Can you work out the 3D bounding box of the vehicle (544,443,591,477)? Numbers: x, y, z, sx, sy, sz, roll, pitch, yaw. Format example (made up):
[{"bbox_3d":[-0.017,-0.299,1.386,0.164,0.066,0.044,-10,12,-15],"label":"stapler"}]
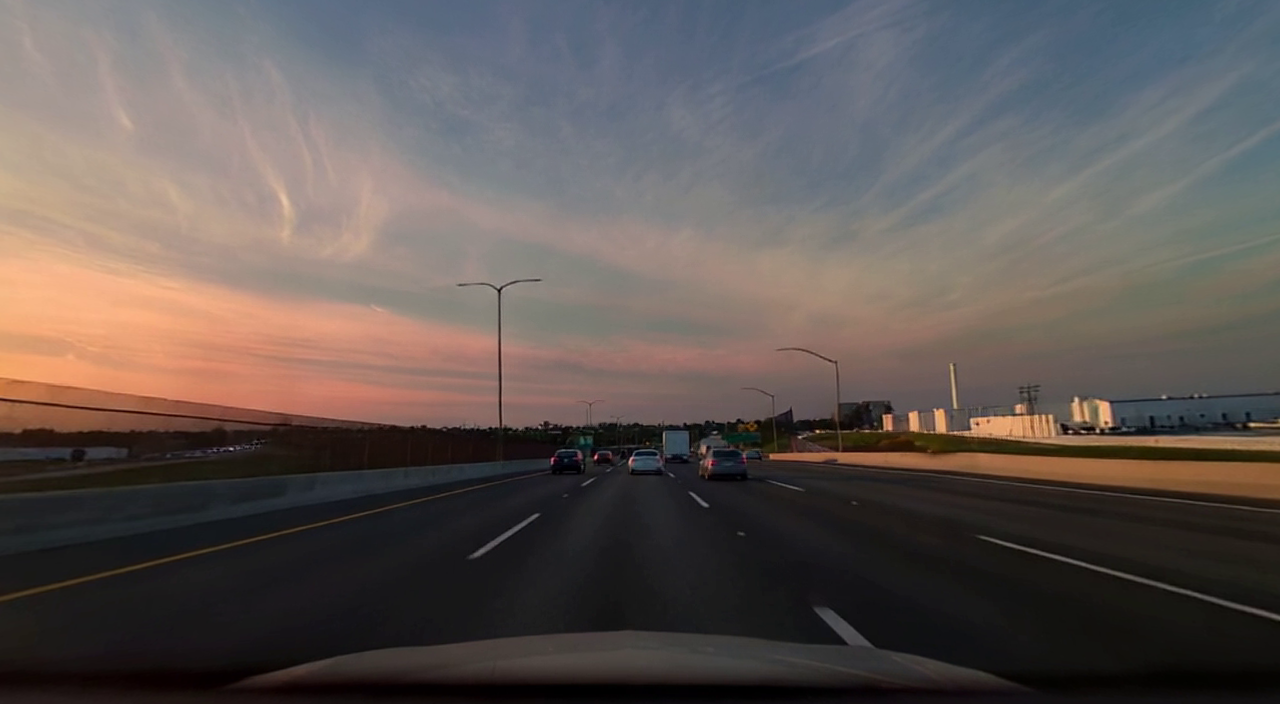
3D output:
[{"bbox_3d":[-3.874,5.815,34.192,2.036,1.669,4.112,0,-8,0],"label":"vehicle"}]

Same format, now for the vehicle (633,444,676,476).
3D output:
[{"bbox_3d":[0.735,5.647,33.323,2.067,1.555,4.851,0,-8,1],"label":"vehicle"}]

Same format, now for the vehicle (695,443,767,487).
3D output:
[{"bbox_3d":[3.281,4.150,23.607,1.942,1.453,4.329,0,-8,-1],"label":"vehicle"}]
